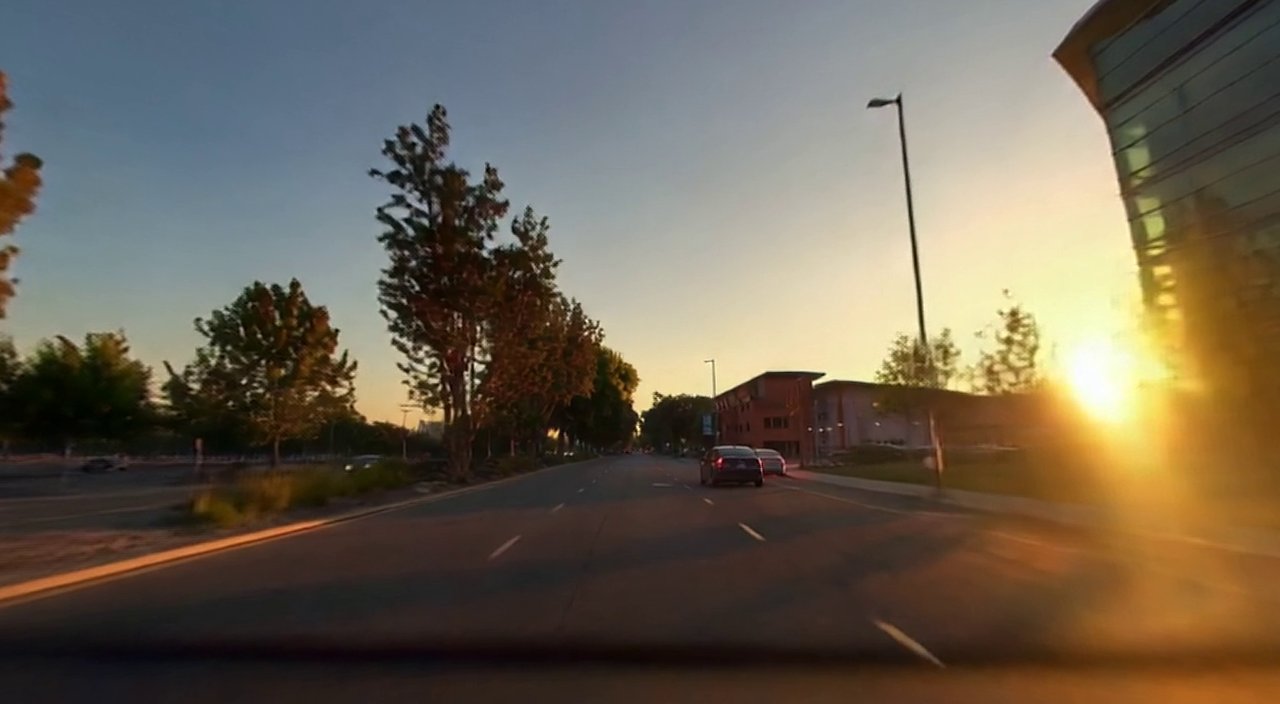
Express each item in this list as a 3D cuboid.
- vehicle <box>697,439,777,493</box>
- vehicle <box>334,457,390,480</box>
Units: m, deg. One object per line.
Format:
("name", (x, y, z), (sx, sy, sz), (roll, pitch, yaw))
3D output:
("vehicle", (3.348, 4.033, 22.749), (2.083, 1.743, 4.354), (0, -8, -1))
("vehicle", (-19.409, 8.127, 44.311), (1.839, 1.481, 4.585), (0, -8, 1))
